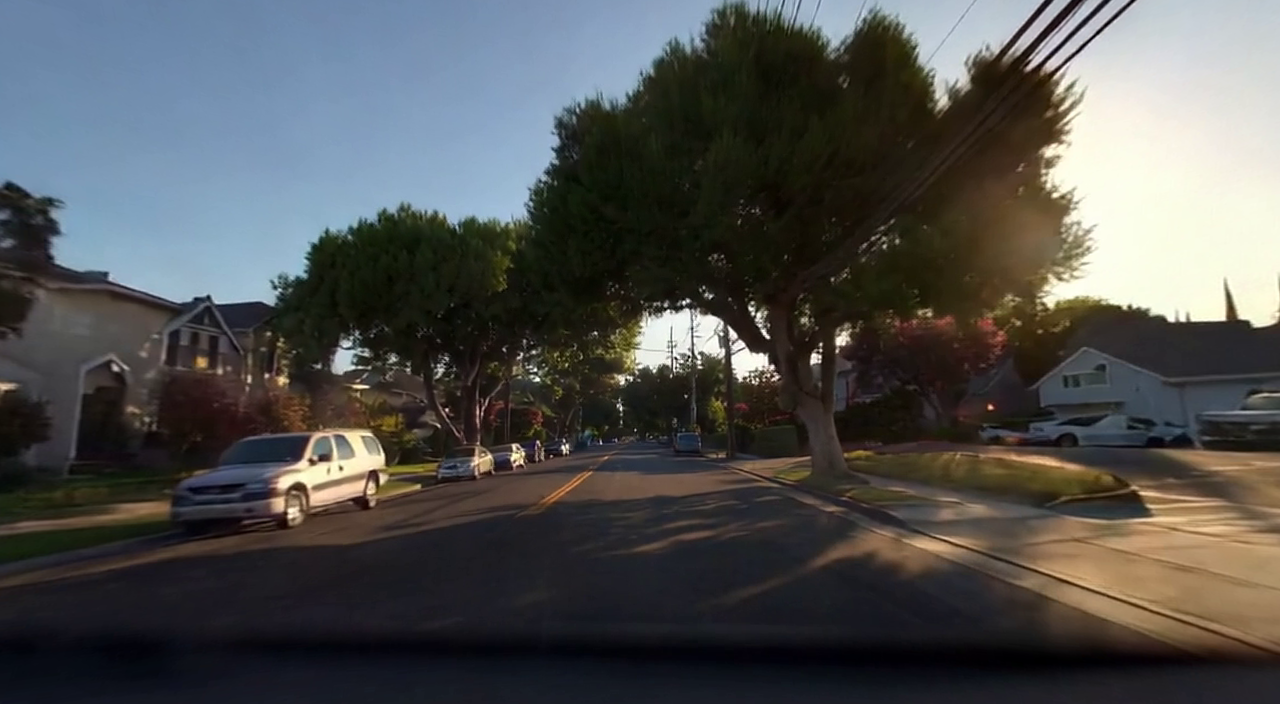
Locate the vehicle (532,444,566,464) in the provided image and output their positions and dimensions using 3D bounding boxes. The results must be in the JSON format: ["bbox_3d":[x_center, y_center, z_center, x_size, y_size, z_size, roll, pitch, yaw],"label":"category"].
[{"bbox_3d":[-6.921,7.751,48.220,1.805,1.431,4.646,0,-8,1],"label":"vehicle"}]

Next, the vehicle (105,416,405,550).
[{"bbox_3d":[-6.905,2.351,12.535,2.144,1.955,6.159,0,-7,-1],"label":"vehicle"}]

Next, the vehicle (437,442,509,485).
[{"bbox_3d":[-7.018,4.707,27.035,1.852,1.510,4.812,-1,-7,0],"label":"vehicle"}]

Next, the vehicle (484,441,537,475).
[{"bbox_3d":[-6.703,5.520,33.172,1.887,1.514,4.436,-1,-6,0],"label":"vehicle"}]

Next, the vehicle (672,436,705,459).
[{"bbox_3d":[3.247,6.496,42.926,1.943,1.469,4.504,0,-8,0],"label":"vehicle"}]
